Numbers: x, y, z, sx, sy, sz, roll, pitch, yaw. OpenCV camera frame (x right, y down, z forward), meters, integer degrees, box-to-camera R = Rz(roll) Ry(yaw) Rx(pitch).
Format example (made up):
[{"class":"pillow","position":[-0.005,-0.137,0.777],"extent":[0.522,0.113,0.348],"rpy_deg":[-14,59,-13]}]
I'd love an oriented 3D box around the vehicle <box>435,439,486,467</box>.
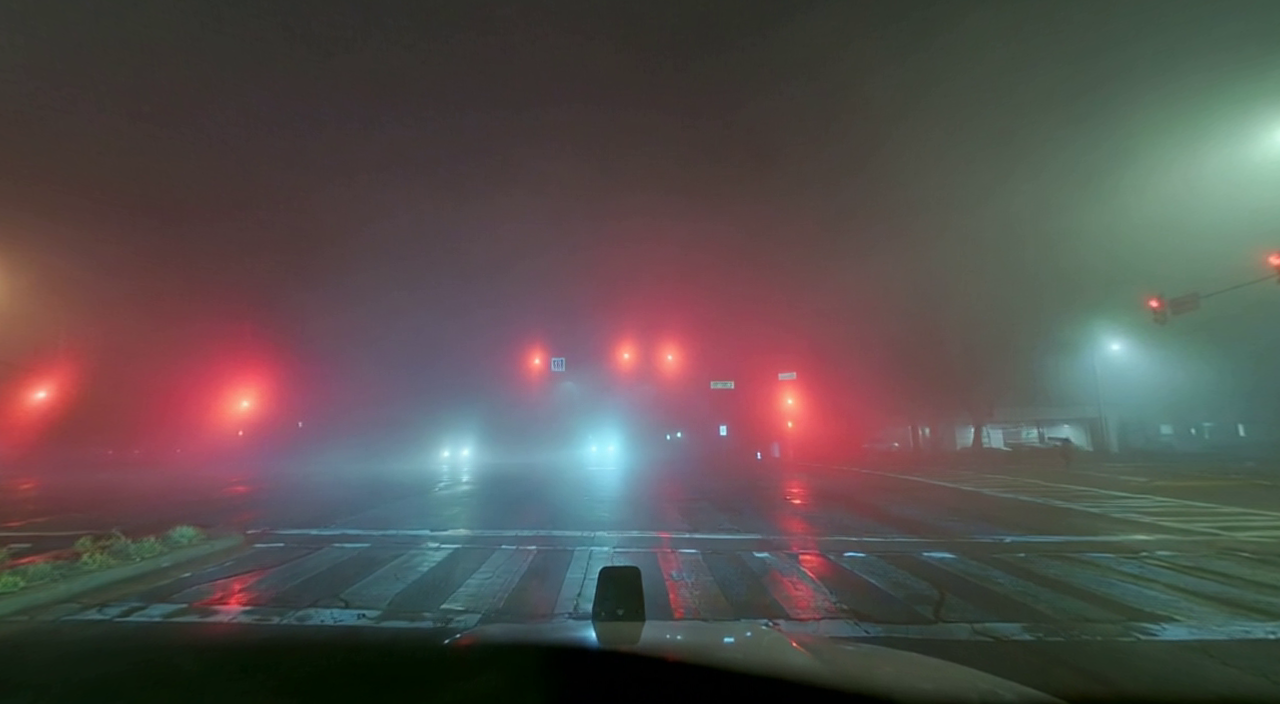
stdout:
[{"class":"vehicle","position":[-11.958,6.762,42.370],"extent":[2.080,1.763,4.341],"rpy_deg":[0,-8,1]}]

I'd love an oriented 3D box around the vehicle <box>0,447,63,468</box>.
[{"class":"vehicle","position":[-45.245,7.762,46.619],"extent":[1.858,1.467,3.624],"rpy_deg":[0,-8,1]}]

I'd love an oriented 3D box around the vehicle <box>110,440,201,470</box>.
[{"class":"vehicle","position":[-34.892,7.416,45.752],"extent":[2.204,1.955,5.518],"rpy_deg":[0,-8,0]}]

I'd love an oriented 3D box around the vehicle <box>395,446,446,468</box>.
[{"class":"vehicle","position":[-15.490,7.420,44.809],"extent":[2.056,1.450,4.343],"rpy_deg":[0,-8,0]}]

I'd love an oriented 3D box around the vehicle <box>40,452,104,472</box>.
[{"class":"vehicle","position":[-41.585,8.027,46.335],"extent":[1.552,1.339,3.340],"rpy_deg":[-1,-8,-1]}]
